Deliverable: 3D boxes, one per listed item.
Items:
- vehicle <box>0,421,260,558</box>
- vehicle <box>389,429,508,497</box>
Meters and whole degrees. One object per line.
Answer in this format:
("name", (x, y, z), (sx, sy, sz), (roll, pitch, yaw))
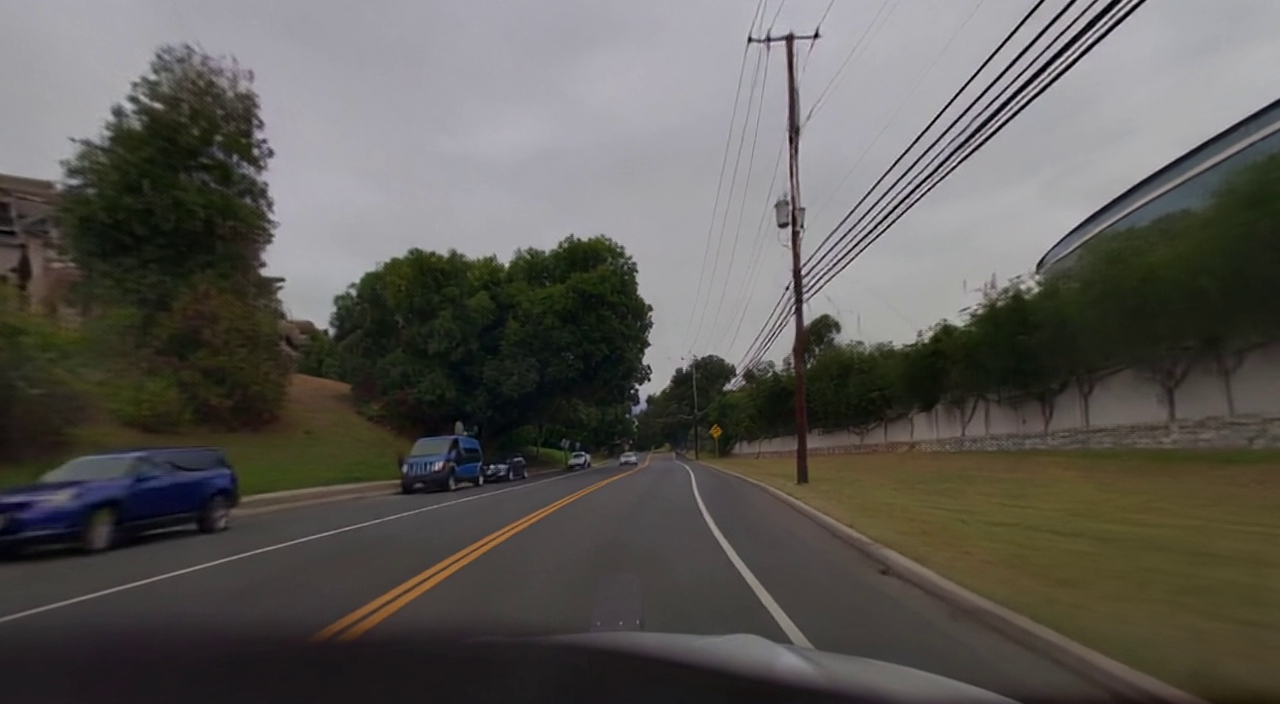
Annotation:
("vehicle", (-7.813, 2.063, 9.409), (1.927, 1.542, 3.886), (-5, -11, -1))
("vehicle", (-6.745, 3.966, 22.925), (2.295, 1.989, 5.055), (-6, -9, 5))
